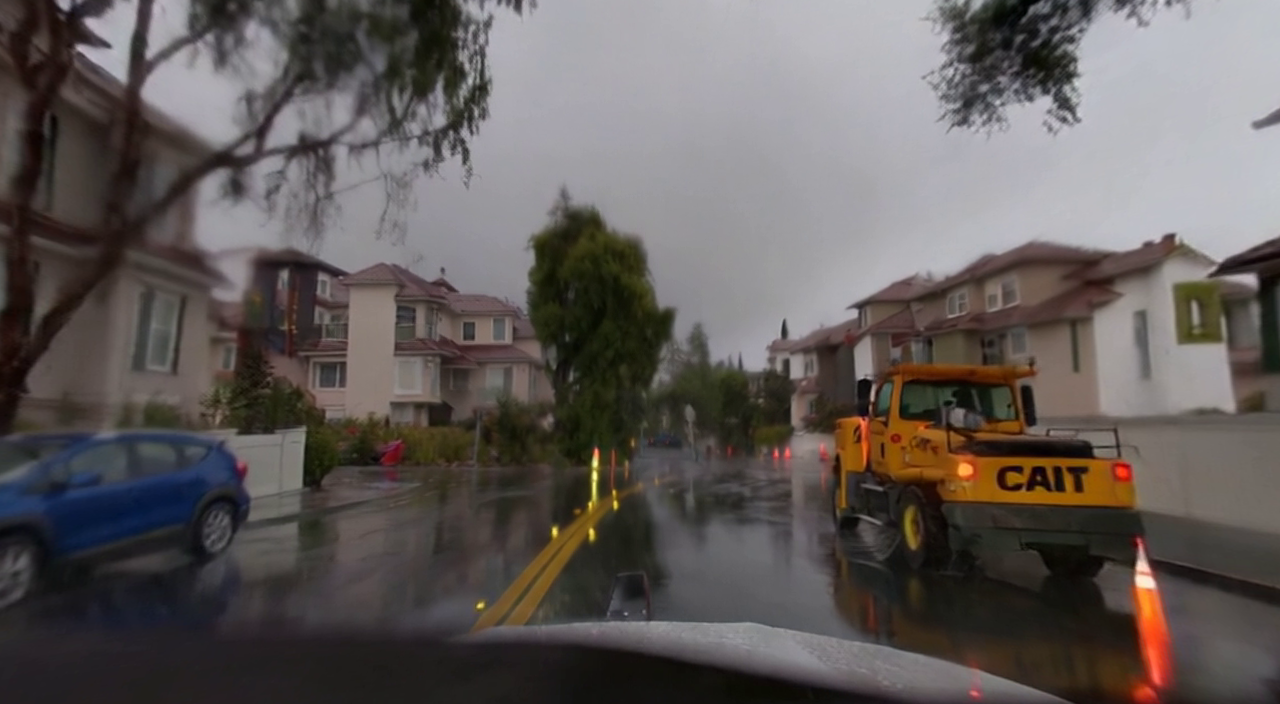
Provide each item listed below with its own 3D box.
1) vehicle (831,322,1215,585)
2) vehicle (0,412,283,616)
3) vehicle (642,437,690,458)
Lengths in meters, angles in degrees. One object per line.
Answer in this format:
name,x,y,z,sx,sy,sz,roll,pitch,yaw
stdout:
vehicle,4.383,1.249,8.132,2.501,2.613,3.505,1,-9,-3
vehicle,-6.686,1.668,7.301,2.220,1.765,4.799,0,-8,1
vehicle,1.962,7.441,49.251,3.629,1.578,1.802,0,-9,-1
